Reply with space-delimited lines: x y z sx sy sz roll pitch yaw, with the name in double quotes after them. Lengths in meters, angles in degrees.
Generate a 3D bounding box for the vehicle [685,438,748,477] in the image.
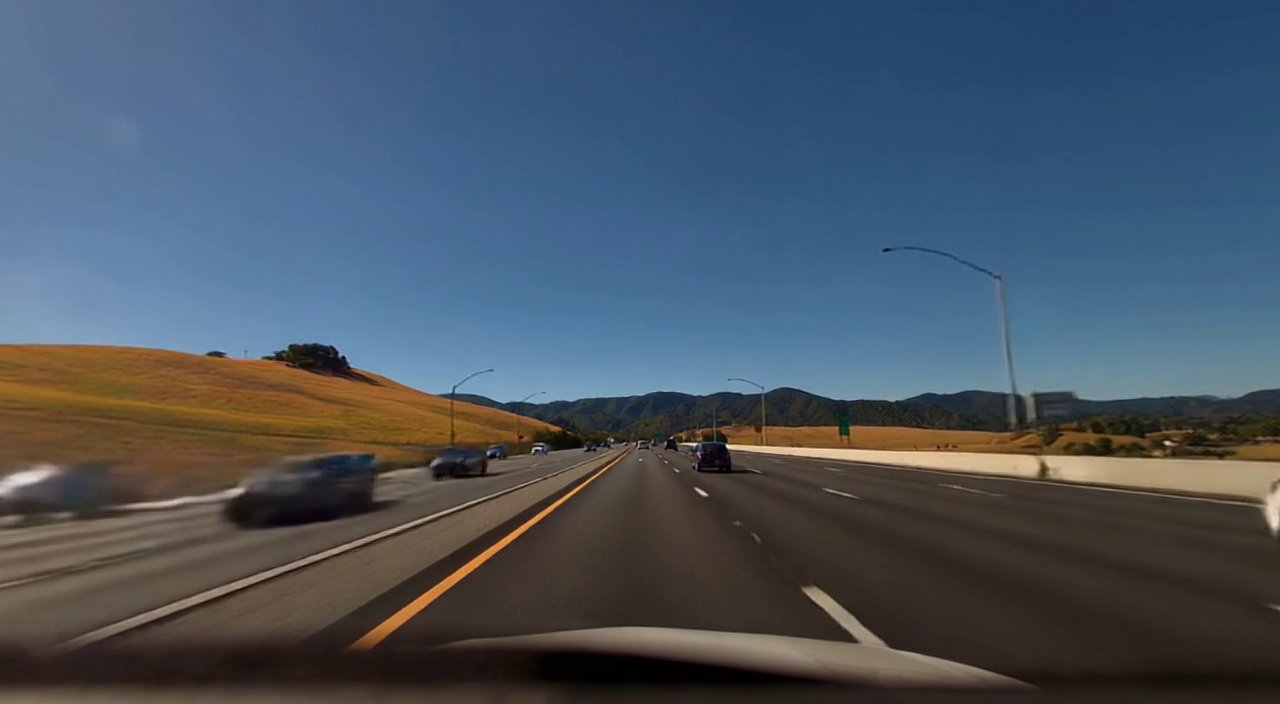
2.997 4.241 25.619 2.044 1.444 4.216 0 -8 0 "vehicle"

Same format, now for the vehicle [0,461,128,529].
-15.880 3.540 15.752 2.136 1.479 4.748 -1 -8 1 "vehicle"

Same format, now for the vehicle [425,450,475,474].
-11.855 6.886 39.611 1.825 1.322 4.145 -2 -8 1 "vehicle"

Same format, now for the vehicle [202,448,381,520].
-8.601 3.248 16.164 1.949 1.488 4.526 -2 -8 1 "vehicle"
